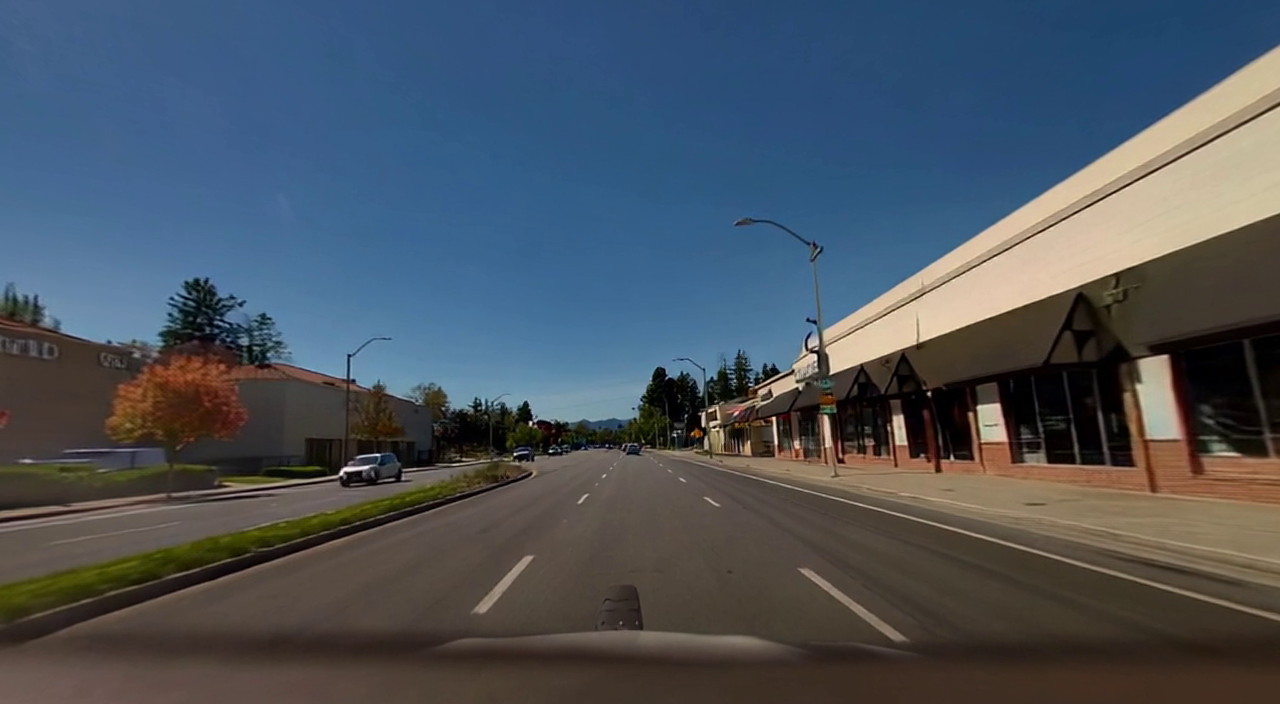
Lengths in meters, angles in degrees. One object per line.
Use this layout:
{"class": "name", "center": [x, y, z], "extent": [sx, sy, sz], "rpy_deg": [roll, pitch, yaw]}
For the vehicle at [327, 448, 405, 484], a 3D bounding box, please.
{"class": "vehicle", "center": [-15.082, 6.281, 35.111], "extent": [2.043, 1.797, 4.919], "rpy_deg": [-1, -8, 1]}
